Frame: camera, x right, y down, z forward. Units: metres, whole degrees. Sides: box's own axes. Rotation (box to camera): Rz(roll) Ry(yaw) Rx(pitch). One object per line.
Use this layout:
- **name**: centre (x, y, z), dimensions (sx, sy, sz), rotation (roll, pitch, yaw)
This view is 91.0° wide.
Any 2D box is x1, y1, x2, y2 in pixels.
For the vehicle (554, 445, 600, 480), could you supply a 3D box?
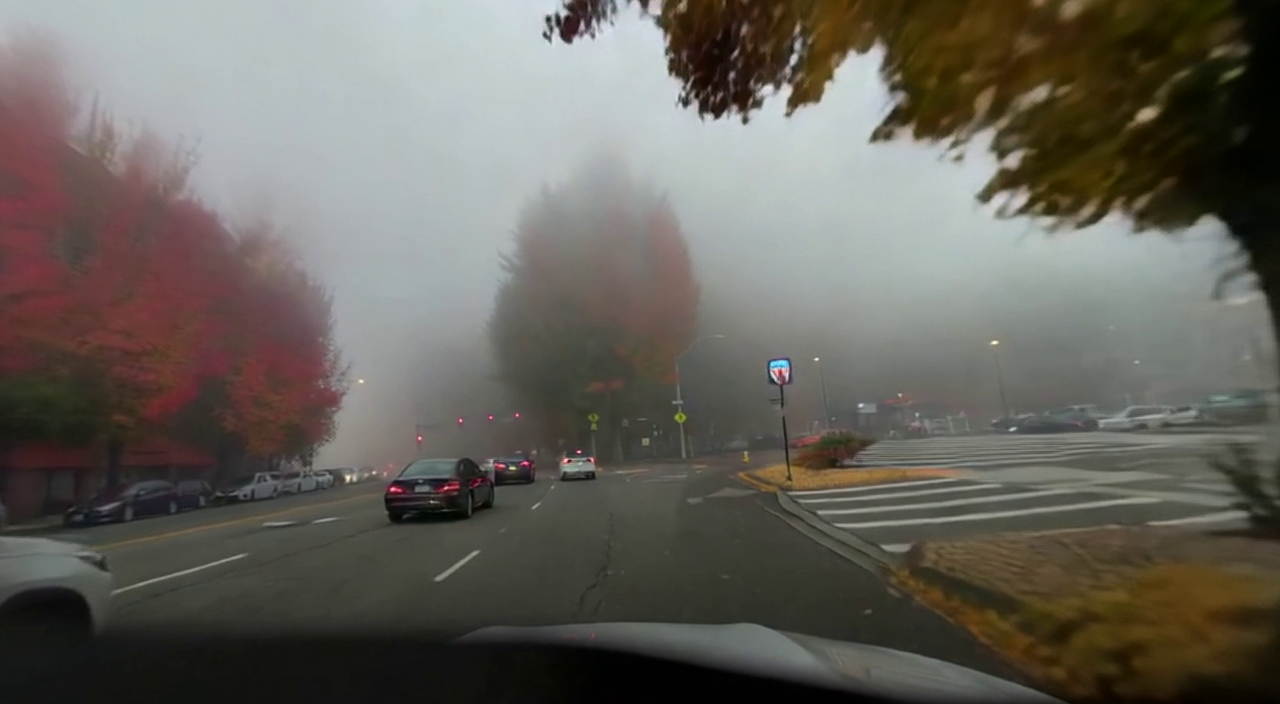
- **vehicle**: centre (-3.343, 5.714, 32.828), dimensions (2.144, 1.704, 4.028), rotation (2, -9, -9)

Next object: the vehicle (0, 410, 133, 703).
- **vehicle**: centre (-4.366, 0.903, 1.757), dimensions (2.085, 1.663, 4.513), rotation (0, -9, 0)

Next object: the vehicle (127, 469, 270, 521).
- **vehicle**: centre (-15.630, 5.049, 22.658), dimensions (2.010, 1.530, 4.534), rotation (1, -9, -3)

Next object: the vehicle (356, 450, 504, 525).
- **vehicle**: centre (-4.877, 3.205, 15.626), dimensions (2.090, 1.506, 5.326), rotation (1, -9, -3)

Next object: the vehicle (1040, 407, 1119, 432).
- **vehicle**: centre (34.147, 5.269, 48.963), dimensions (4.653, 1.696, 2.110), rotation (-9, -10, 41)

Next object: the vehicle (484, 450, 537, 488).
- **vehicle**: centre (-5.811, 5.283, 28.696), dimensions (1.974, 1.549, 4.603), rotation (2, -9, -7)

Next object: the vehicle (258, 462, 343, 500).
- **vehicle**: centre (-16.343, 6.199, 30.582), dimensions (2.026, 1.615, 4.324), rotation (1, -9, -6)

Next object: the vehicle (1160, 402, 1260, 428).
- **vehicle**: centre (42.301, 4.735, 46.875), dimensions (5.280, 1.764, 2.026), rotation (-6, -12, 41)
